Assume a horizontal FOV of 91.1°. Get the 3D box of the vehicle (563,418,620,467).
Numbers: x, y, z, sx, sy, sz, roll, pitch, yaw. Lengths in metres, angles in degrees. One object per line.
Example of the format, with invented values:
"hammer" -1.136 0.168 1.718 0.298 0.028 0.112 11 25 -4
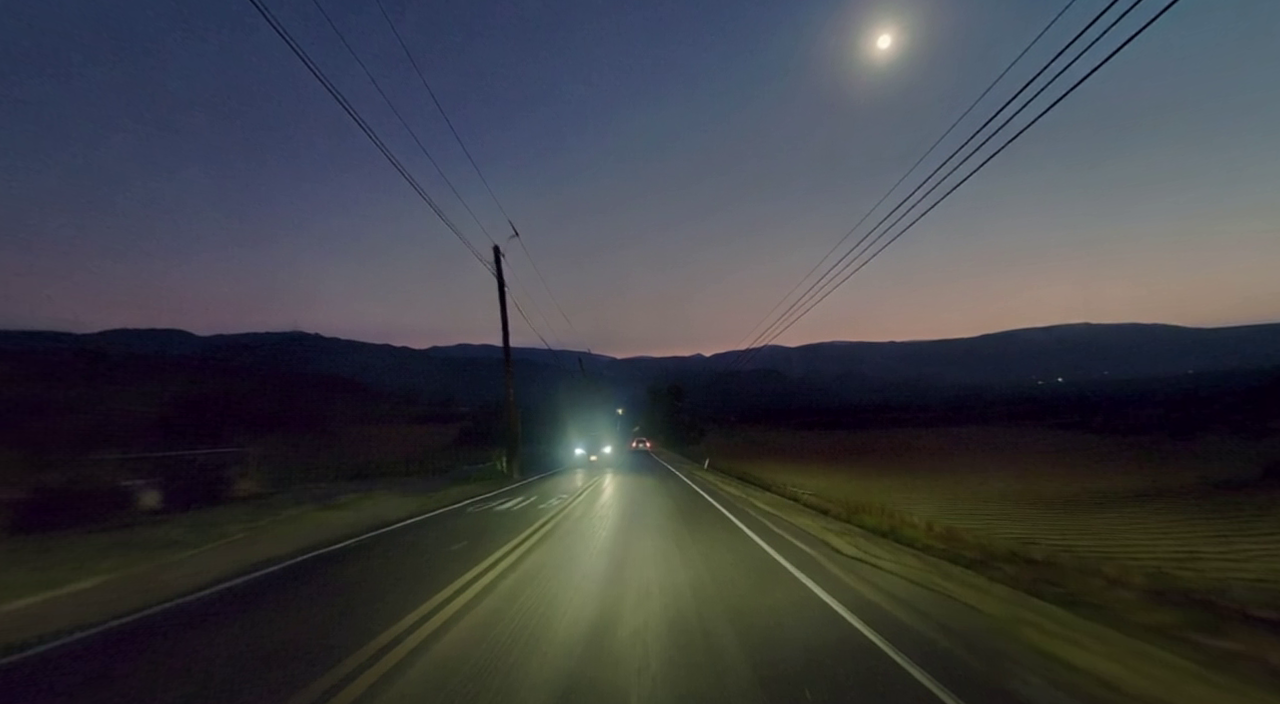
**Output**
"vehicle" -3.343 6.607 45.556 3.183 3.230 7.566 0 -8 2
